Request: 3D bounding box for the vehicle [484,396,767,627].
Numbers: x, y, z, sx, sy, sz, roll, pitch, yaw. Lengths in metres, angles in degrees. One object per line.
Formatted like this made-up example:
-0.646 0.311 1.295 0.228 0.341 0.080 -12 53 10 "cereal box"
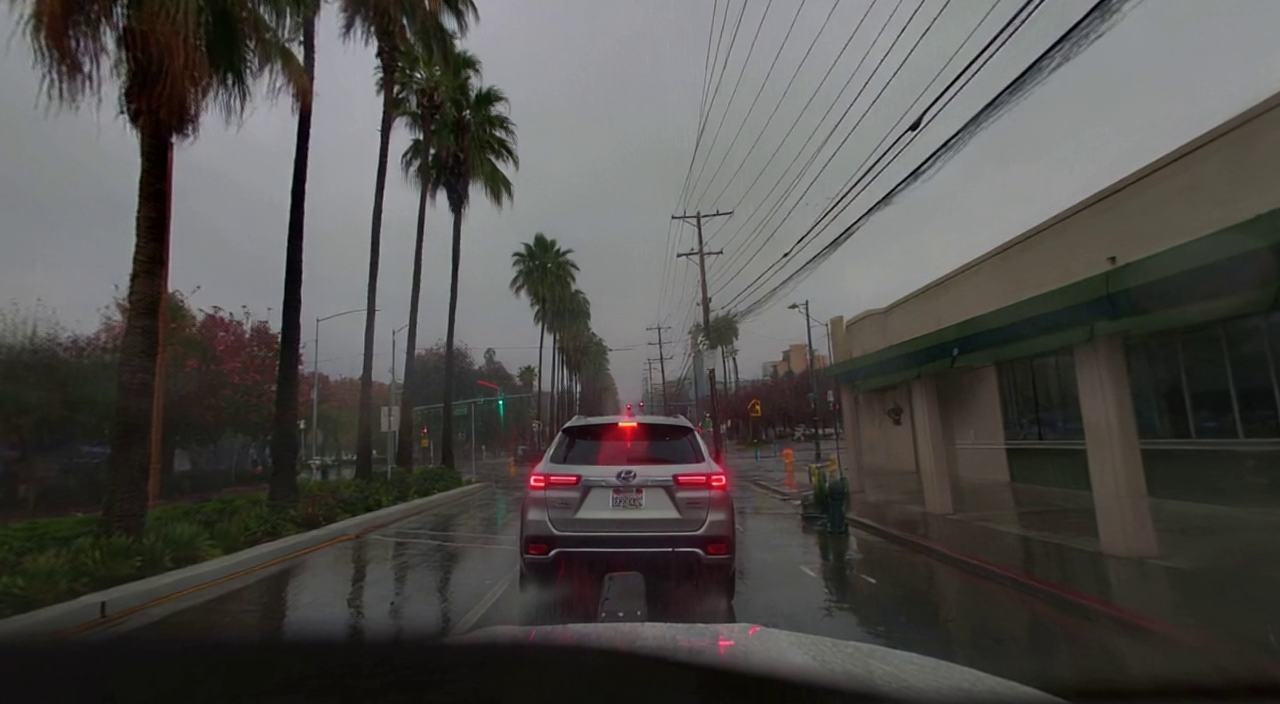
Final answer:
-0.192 1.457 6.677 2.105 1.702 3.750 0 -8 -3 "vehicle"
